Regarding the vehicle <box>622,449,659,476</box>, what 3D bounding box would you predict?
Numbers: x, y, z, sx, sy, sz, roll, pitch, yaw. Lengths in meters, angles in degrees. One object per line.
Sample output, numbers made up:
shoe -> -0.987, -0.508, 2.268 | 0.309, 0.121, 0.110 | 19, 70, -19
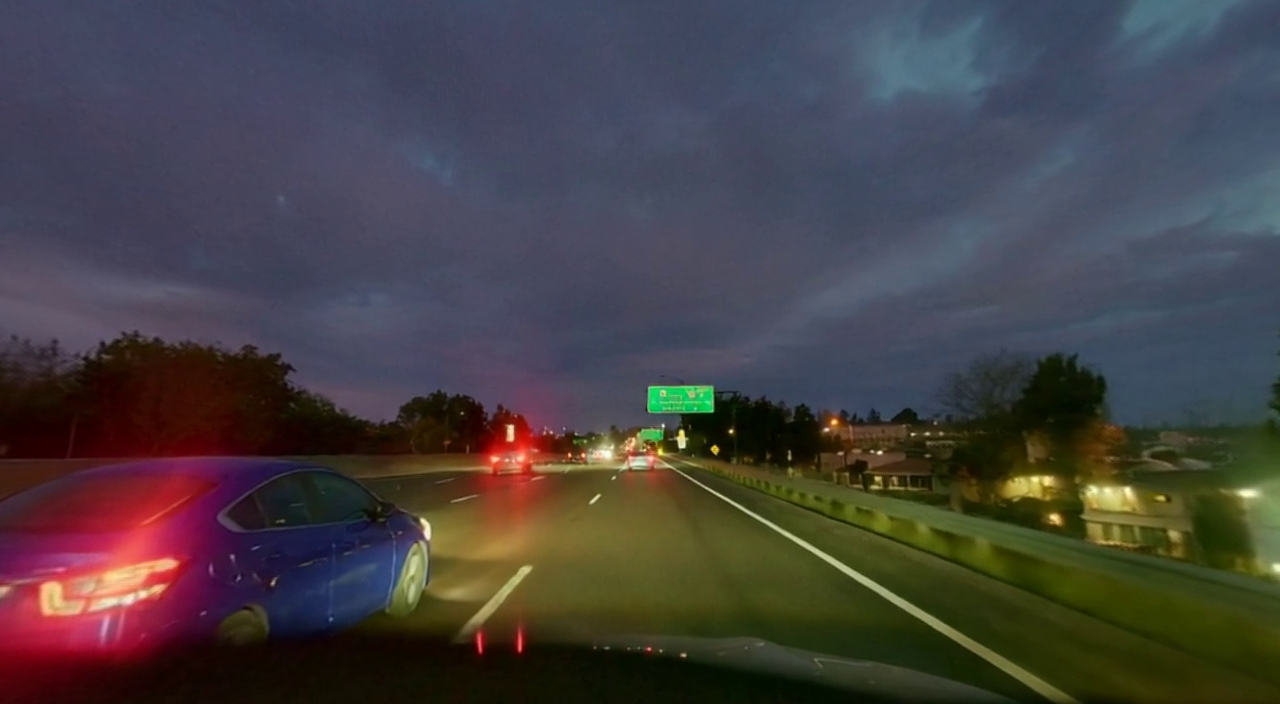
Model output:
vehicle -> 0.000, 6.432, 36.846 | 2.051, 1.443, 3.770 | 0, -8, 0

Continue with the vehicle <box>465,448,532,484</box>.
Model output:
vehicle -> -6.431, 5.218, 29.188 | 2.075, 1.528, 4.327 | 0, -8, 1
